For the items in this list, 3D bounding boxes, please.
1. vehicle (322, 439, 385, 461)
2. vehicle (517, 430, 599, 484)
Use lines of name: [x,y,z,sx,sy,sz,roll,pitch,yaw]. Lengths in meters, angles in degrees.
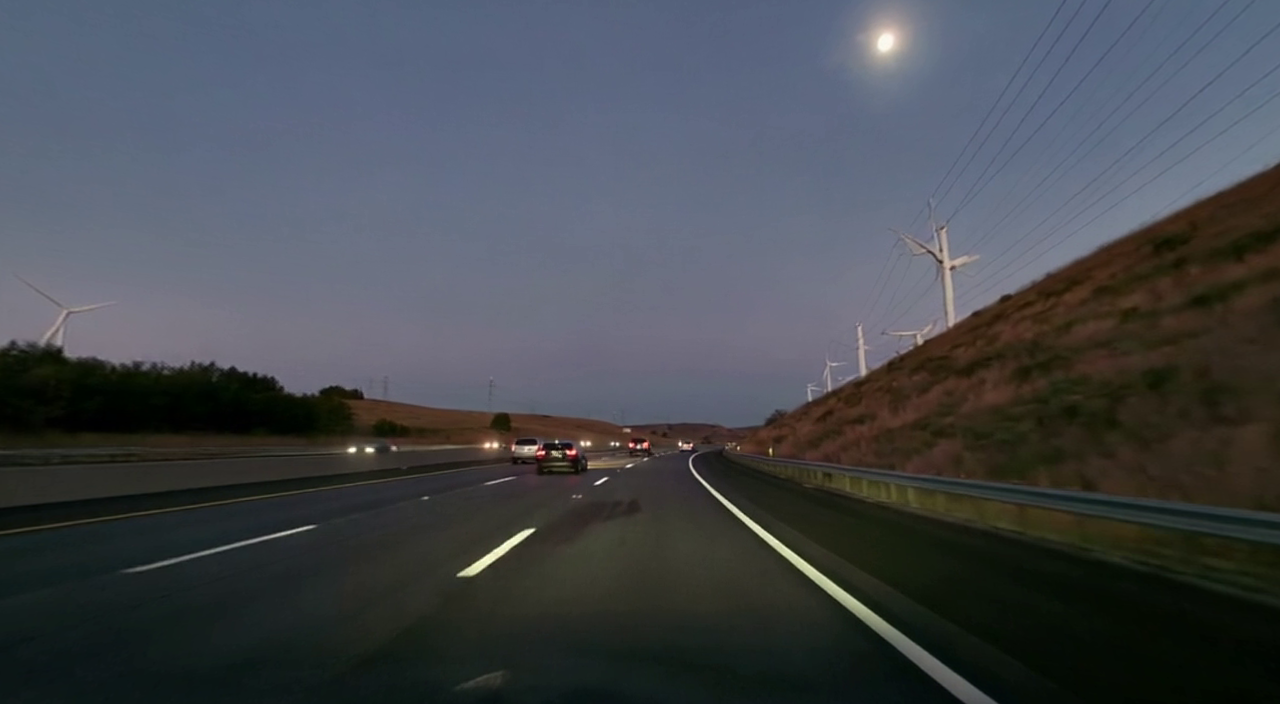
vehicle: [-19.845,6.788,43.836,2.135,1.441,4.228,0,-9,4]
vehicle: [-2.760,3.673,22.257,2.118,1.702,4.355,0,-8,3]
